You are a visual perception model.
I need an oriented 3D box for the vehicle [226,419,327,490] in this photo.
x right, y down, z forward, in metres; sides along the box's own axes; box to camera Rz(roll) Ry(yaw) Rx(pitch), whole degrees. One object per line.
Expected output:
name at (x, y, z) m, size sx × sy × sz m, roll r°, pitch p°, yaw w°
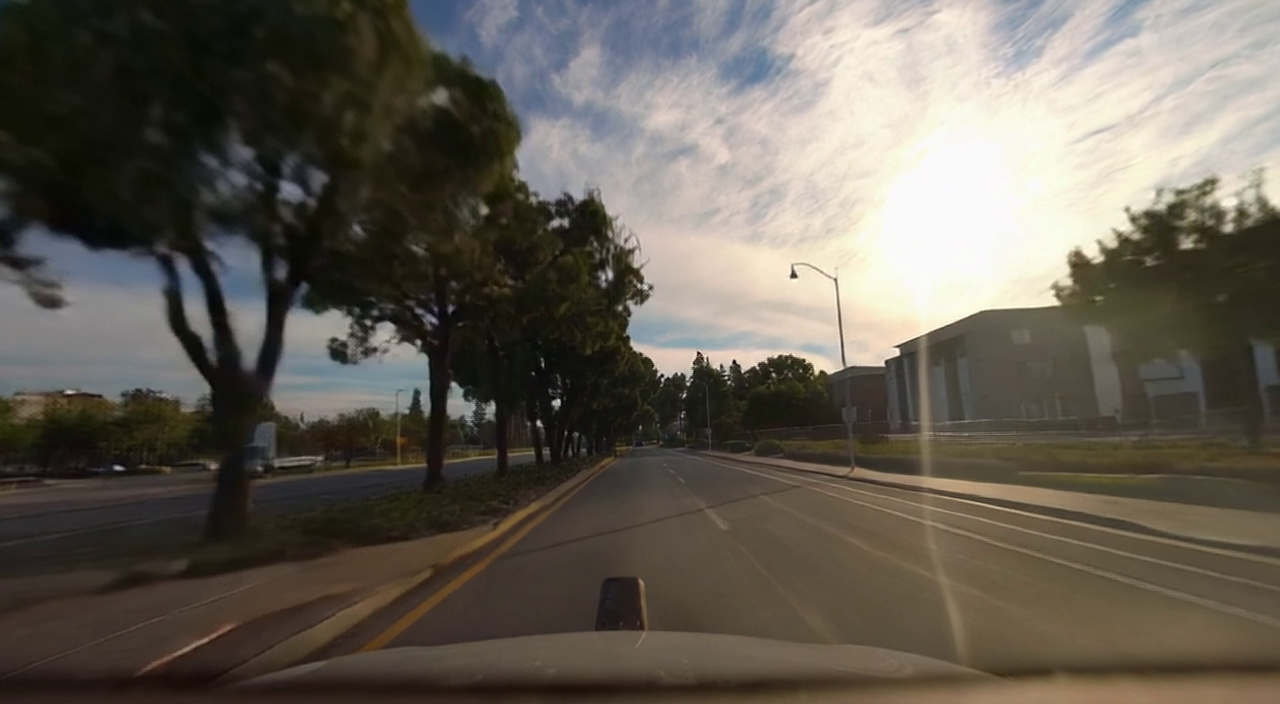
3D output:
vehicle at (-17.174, 4.813, 30.101) m, size 2.575 × 2.950 × 4.003 m, roll -4°, pitch -7°, yaw -3°
